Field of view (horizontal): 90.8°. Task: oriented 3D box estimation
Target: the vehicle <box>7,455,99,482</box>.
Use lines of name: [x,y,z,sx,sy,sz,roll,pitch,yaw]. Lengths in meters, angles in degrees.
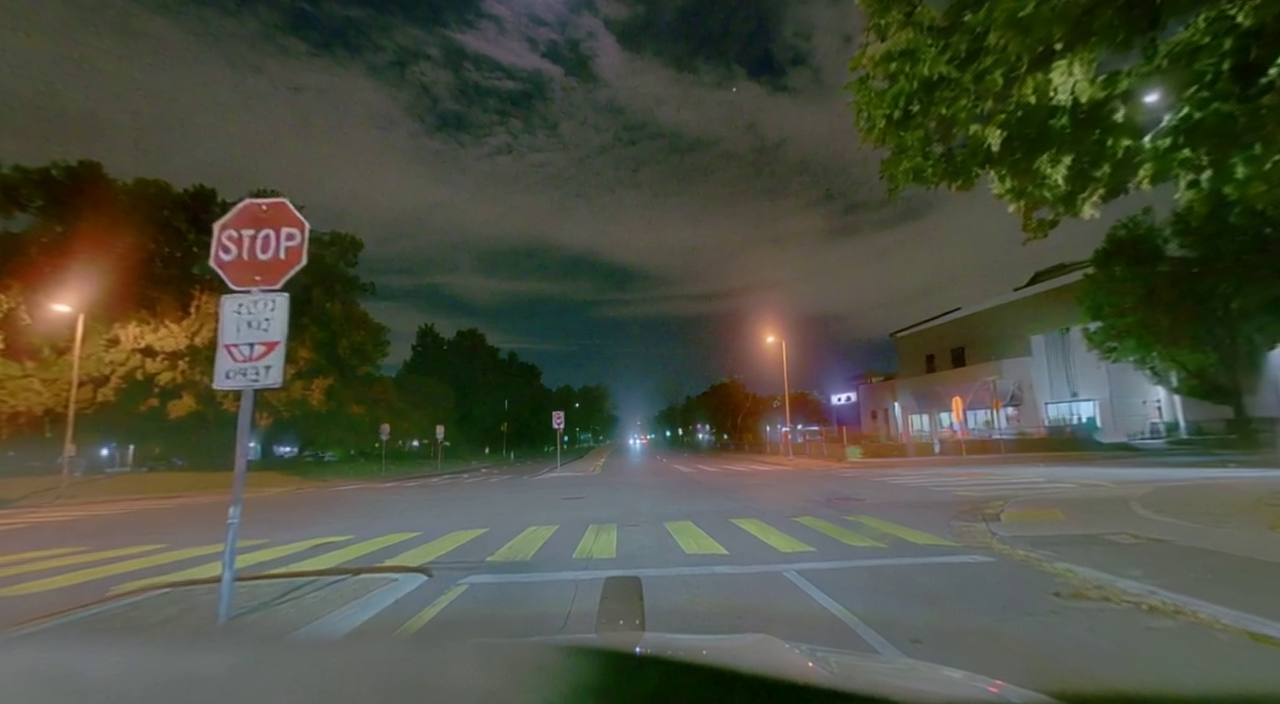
vehicle: [-37.015,7.311,39.983,1.871,1.523,4.028,0,-8,0]
